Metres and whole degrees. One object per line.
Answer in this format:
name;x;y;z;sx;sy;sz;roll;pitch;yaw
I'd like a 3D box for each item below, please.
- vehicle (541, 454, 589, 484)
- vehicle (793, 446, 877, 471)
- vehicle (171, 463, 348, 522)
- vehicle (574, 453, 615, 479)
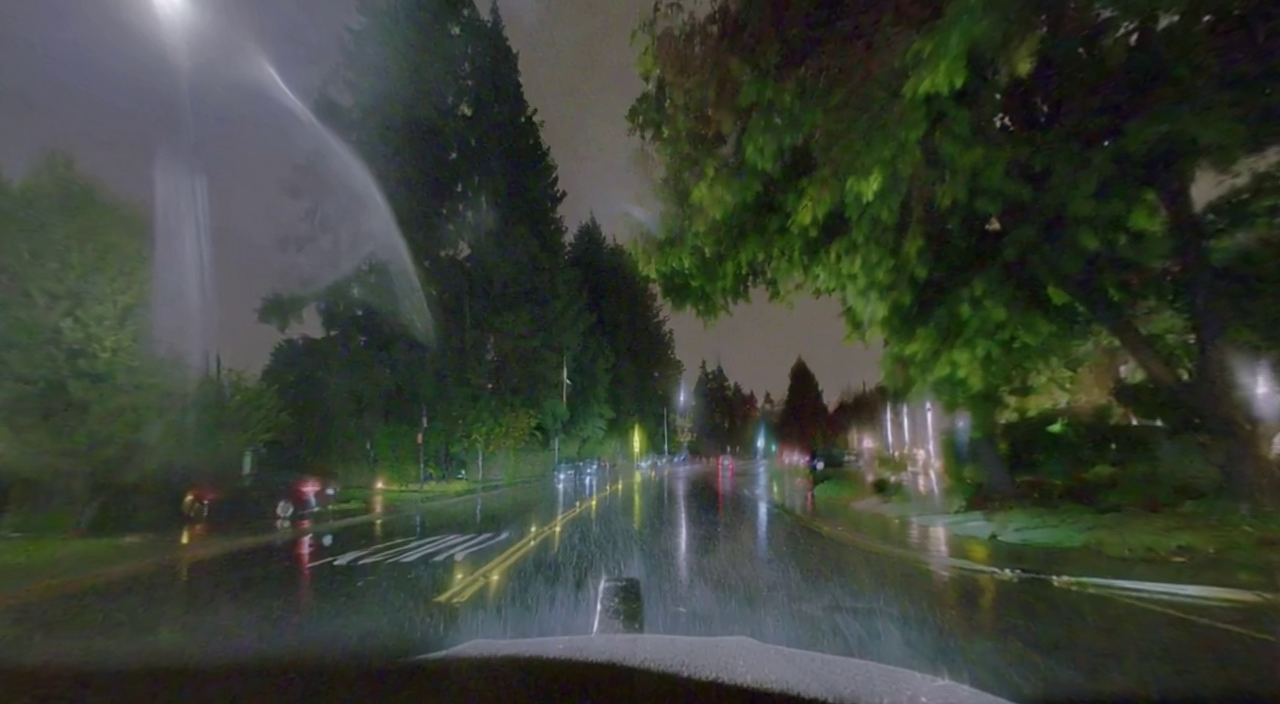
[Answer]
vehicle;-4.418;7.097;37.924;1.886;1.494;4.149;-2;-14;7
vehicle;12.364;6.756;40.205;4.744;1.507;1.953;-1;-8;5
vehicle;-10.574;3.870;17.661;3.947;1.442;1.858;-2;-9;12
vehicle;-3.180;8.203;45.128;1.972;1.536;4.347;-2;-14;8
